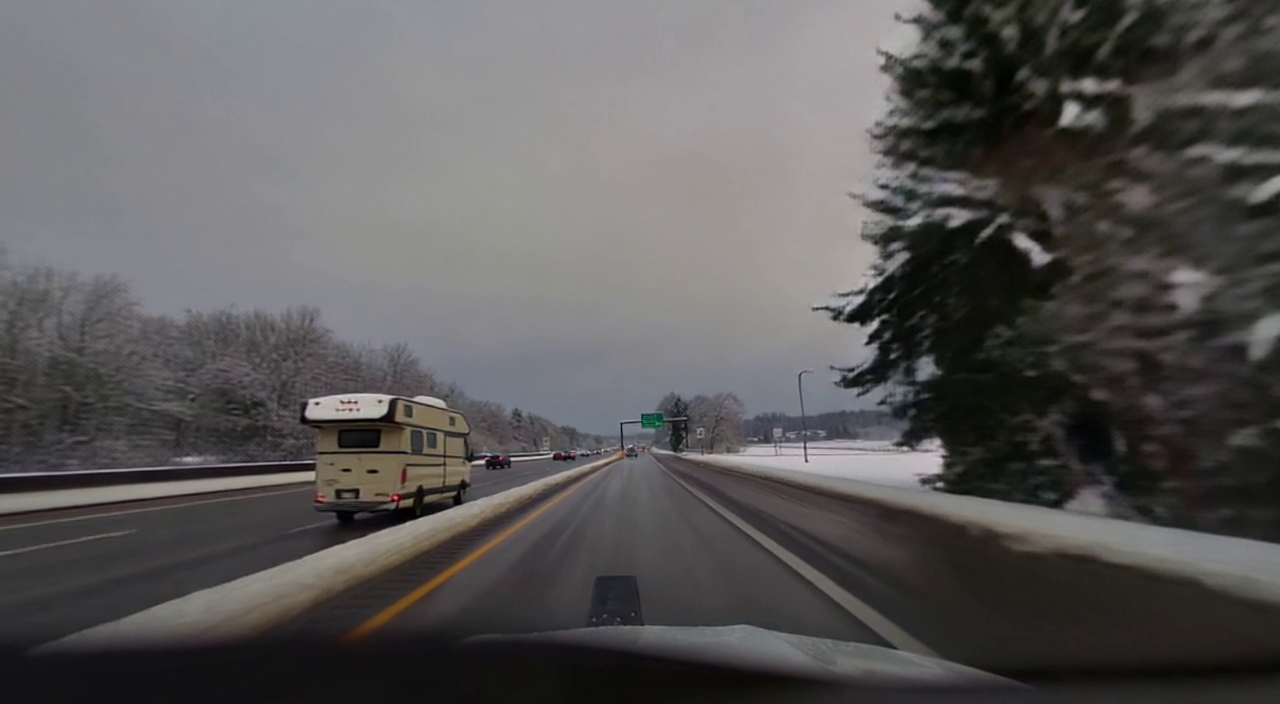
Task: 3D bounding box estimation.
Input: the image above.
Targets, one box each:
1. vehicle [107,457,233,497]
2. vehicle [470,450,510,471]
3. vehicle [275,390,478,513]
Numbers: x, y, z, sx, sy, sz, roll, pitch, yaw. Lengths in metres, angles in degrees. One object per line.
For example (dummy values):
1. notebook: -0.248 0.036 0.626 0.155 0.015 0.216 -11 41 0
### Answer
1. vehicle: -19.673 5.233 26.722 1.850 1.450 4.544 0 -8 0
2. vehicle: -11.443 8.249 48.313 1.981 1.503 4.207 0 -8 0
3. vehicle: -7.320 2.946 18.988 2.747 2.934 7.411 0 -8 1
